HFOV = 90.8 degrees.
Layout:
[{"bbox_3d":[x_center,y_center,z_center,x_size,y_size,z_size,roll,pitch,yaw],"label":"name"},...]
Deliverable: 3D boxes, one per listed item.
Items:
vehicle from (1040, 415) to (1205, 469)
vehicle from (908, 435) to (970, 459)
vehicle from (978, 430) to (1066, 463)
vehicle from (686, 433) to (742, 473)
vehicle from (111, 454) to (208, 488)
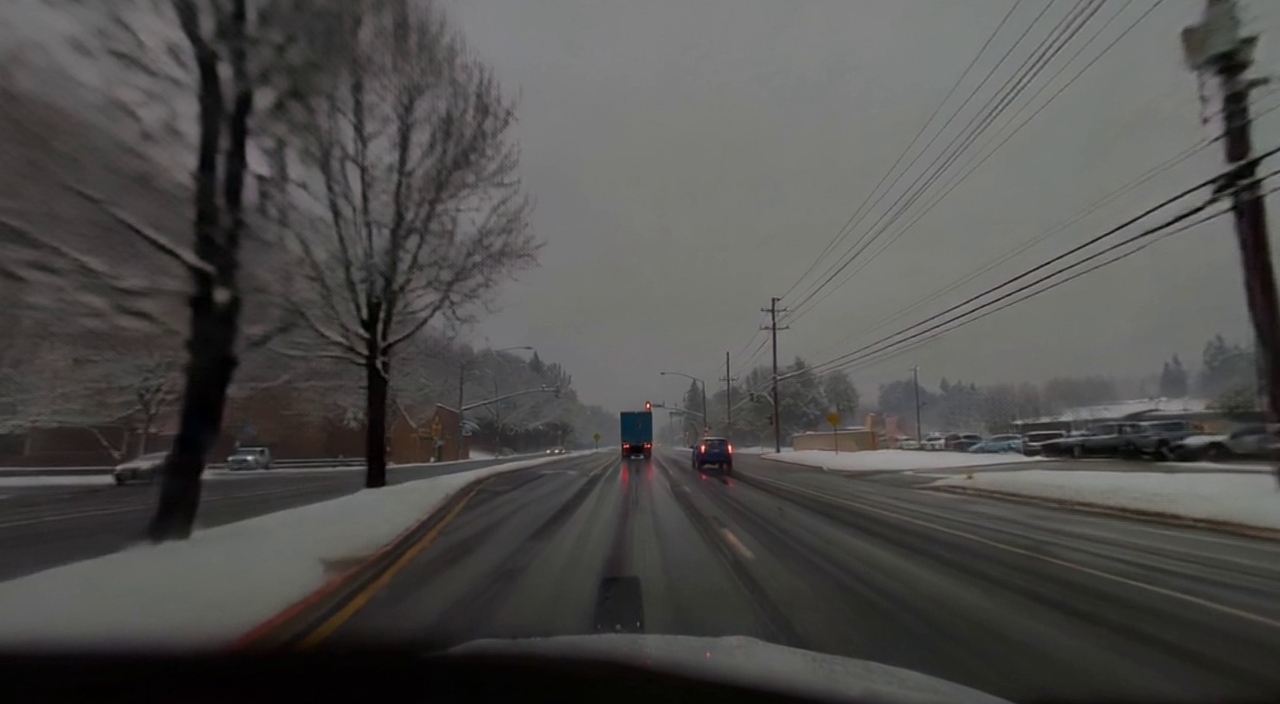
[{"bbox_3d":[20.695,3.941,27.606,2.529,2.086,5.902,0,-8,0],"label":"vehicle"},{"bbox_3d":[20.501,6.552,43.561,2.010,1.567,4.519,0,-8,-1],"label":"vehicle"},{"bbox_3d":[20.789,5.190,34.667,1.917,1.682,4.575,0,-8,-1],"label":"vehicle"},{"bbox_3d":[3.516,4.907,30.930,2.086,1.803,4.607,0,-8,-1],"label":"vehicle"},{"bbox_3d":[-26.178,6.445,34.626,2.188,1.669,4.546,1,-9,-8],"label":"vehicle"}]
